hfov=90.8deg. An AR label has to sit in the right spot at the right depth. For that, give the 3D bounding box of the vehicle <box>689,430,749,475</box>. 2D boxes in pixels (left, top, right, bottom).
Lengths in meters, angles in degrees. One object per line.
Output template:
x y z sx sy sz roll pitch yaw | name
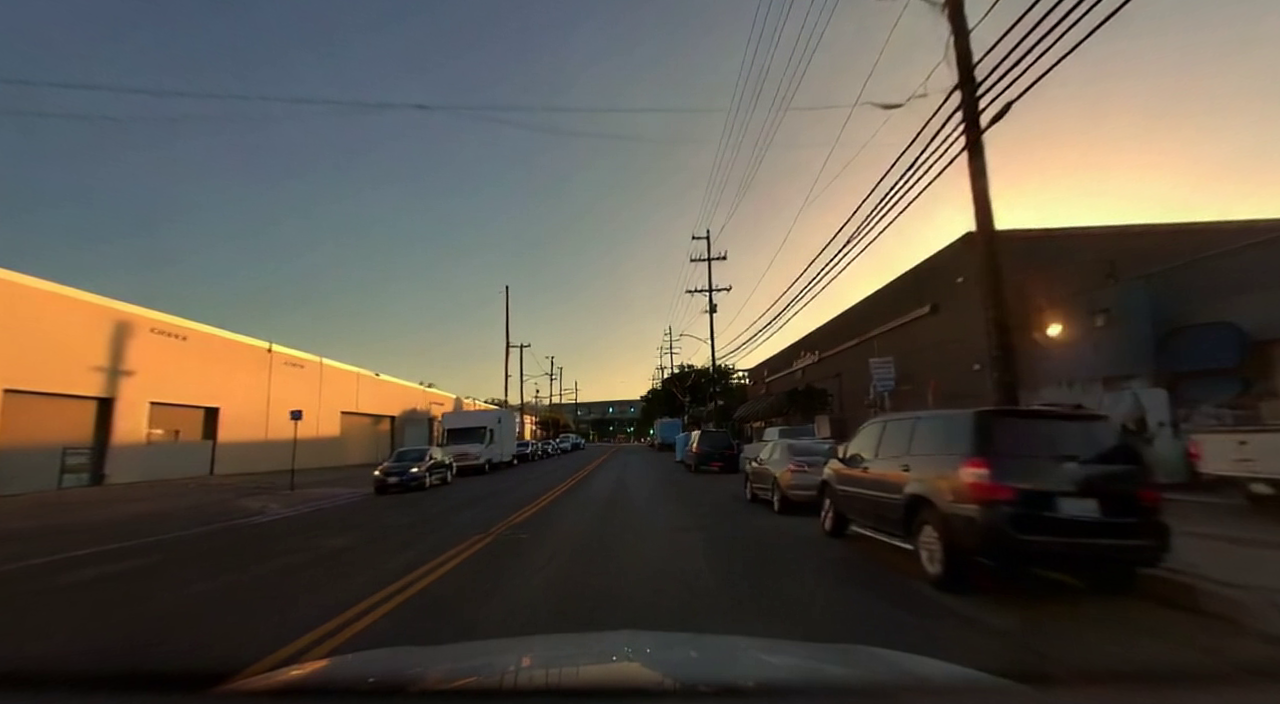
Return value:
3.503 4.554 28.851 2.026 1.857 4.699 0 -8 -1 | vehicle

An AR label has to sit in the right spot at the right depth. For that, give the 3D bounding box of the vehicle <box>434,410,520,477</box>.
-8.352 4.827 33.352 2.832 3.101 7.143 -1 -8 -1 | vehicle

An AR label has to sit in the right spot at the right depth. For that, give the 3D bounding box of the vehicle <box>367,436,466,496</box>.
-7.992 4.107 23.055 2.123 1.802 4.486 -4 -9 -3 | vehicle

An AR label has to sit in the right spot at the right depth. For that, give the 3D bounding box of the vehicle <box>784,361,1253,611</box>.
3.662 1.501 8.062 2.333 1.967 6.008 0 -8 1 | vehicle
